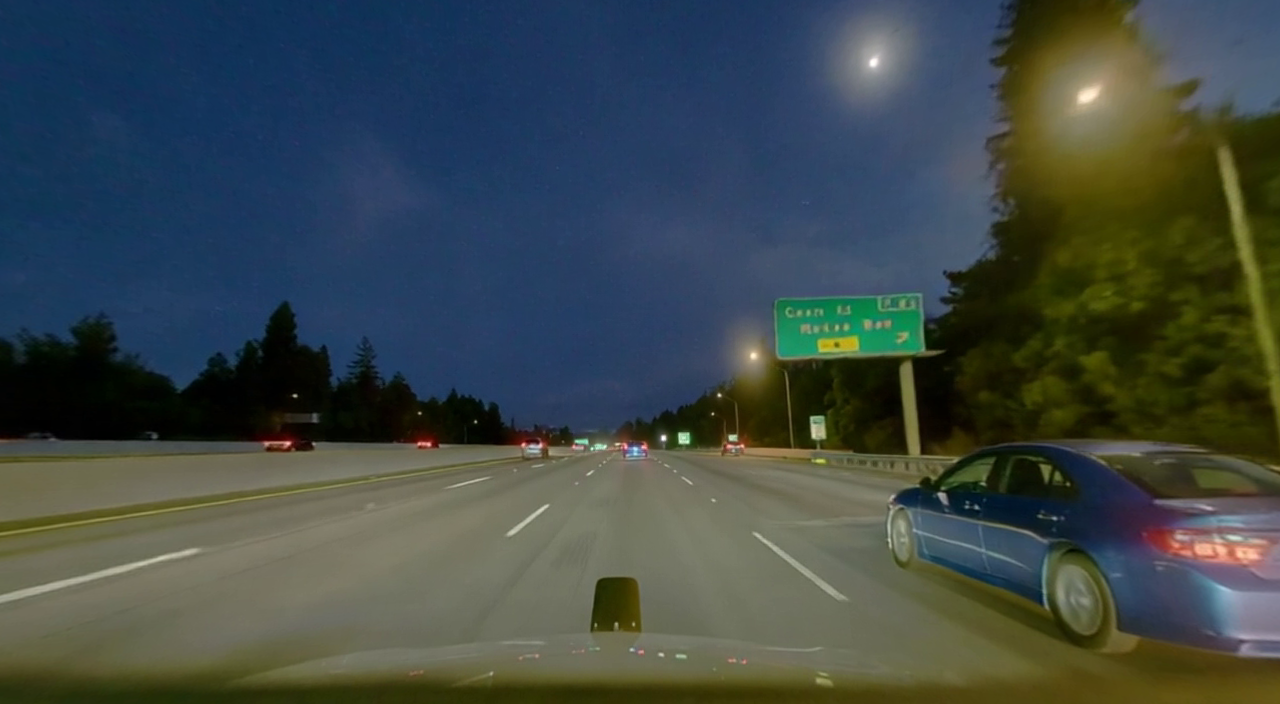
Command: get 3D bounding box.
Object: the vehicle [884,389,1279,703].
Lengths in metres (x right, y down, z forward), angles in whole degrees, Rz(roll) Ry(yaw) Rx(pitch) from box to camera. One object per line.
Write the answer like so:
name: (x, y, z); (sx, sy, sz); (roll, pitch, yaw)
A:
vehicle: (3.246, 1.044, 3.233); (2.072, 1.501, 4.694); (0, -9, -1)

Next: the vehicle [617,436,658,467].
vehicle: (-0.141, 5.560, 35.501); (2.157, 1.642, 4.189); (0, -8, -1)

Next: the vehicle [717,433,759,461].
vehicle: (7.072, 6.940, 45.998); (2.103, 1.898, 5.310); (0, -9, -1)

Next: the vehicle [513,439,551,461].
vehicle: (-8.078, 7.353, 47.683); (2.028, 1.552, 4.922); (0, -8, 0)

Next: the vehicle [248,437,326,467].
vehicle: (-21.390, 6.087, 38.519); (2.058, 1.667, 4.623); (0, -9, -1)
